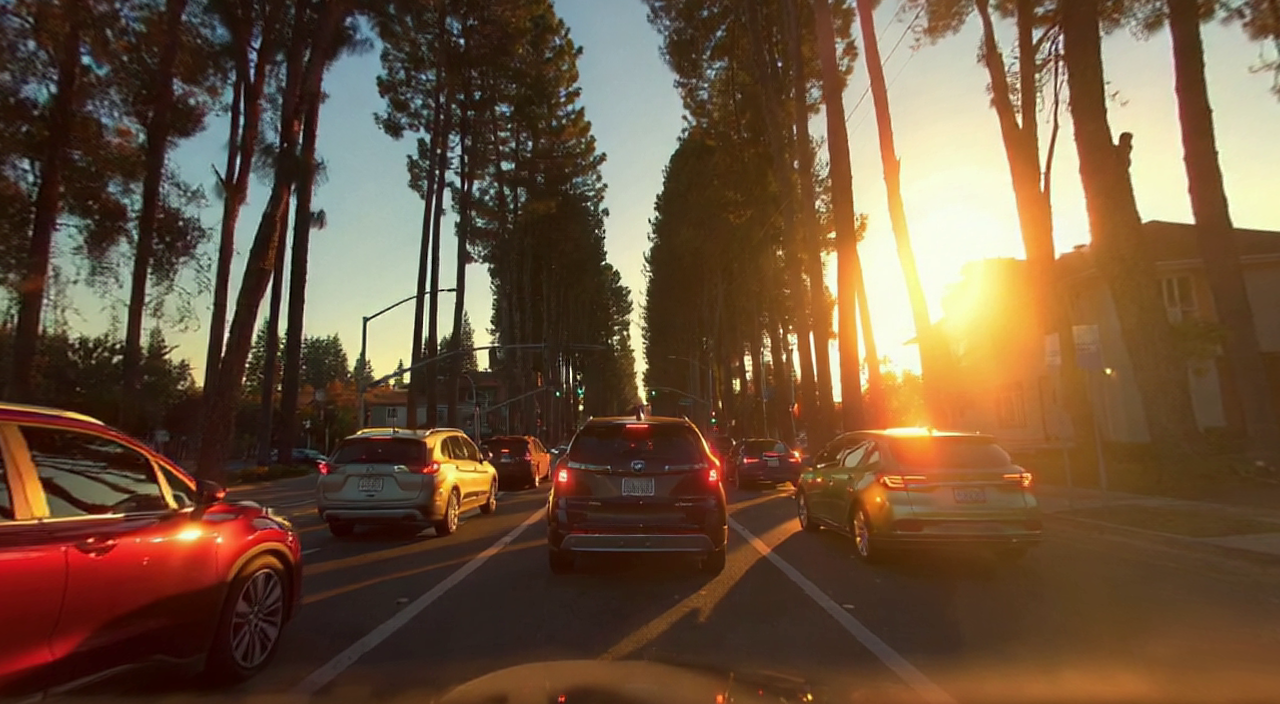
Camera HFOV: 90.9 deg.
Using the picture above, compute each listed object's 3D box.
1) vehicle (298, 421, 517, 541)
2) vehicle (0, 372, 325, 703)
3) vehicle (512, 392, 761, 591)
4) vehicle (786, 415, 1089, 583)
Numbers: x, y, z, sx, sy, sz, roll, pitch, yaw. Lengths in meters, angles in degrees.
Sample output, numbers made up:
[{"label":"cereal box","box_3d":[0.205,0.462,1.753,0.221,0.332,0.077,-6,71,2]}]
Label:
[{"label":"vehicle","box_3d":[-3.653,2.110,10.933,2.042,1.641,4.314,0,-8,1]},{"label":"vehicle","box_3d":[-3.778,0.992,3.309,1.929,1.641,4.193,0,-8,2]},{"label":"vehicle","box_3d":[-0.009,1.530,7.657,2.193,1.744,4.033,0,-8,1]},{"label":"vehicle","box_3d":[3.261,1.665,7.867,1.922,1.579,3.642,0,-8,-1]}]
